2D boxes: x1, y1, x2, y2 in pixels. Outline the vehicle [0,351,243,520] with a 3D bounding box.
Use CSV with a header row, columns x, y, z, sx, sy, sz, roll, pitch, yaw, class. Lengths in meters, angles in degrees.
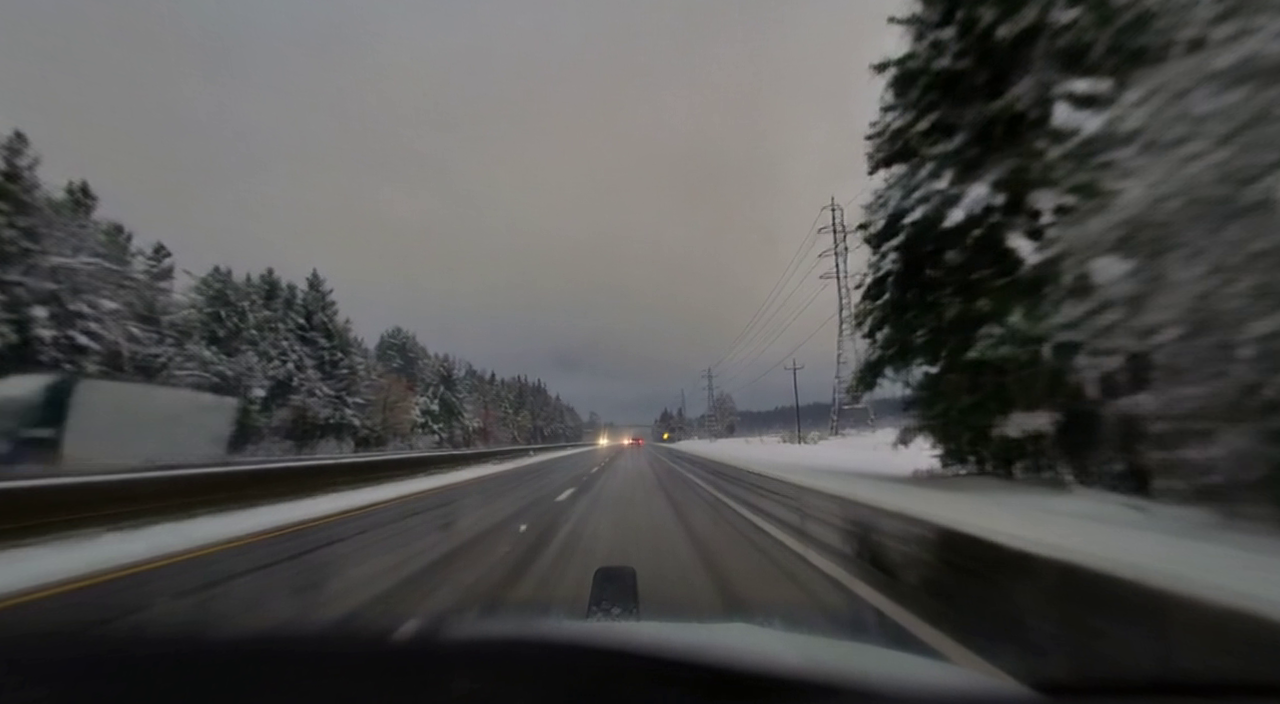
x,y,z,sx,sy,sz,roll,pitch,yaw,class
-14.756,2.231,16.543,2.906,3.478,8.700,0,-8,0,vehicle
